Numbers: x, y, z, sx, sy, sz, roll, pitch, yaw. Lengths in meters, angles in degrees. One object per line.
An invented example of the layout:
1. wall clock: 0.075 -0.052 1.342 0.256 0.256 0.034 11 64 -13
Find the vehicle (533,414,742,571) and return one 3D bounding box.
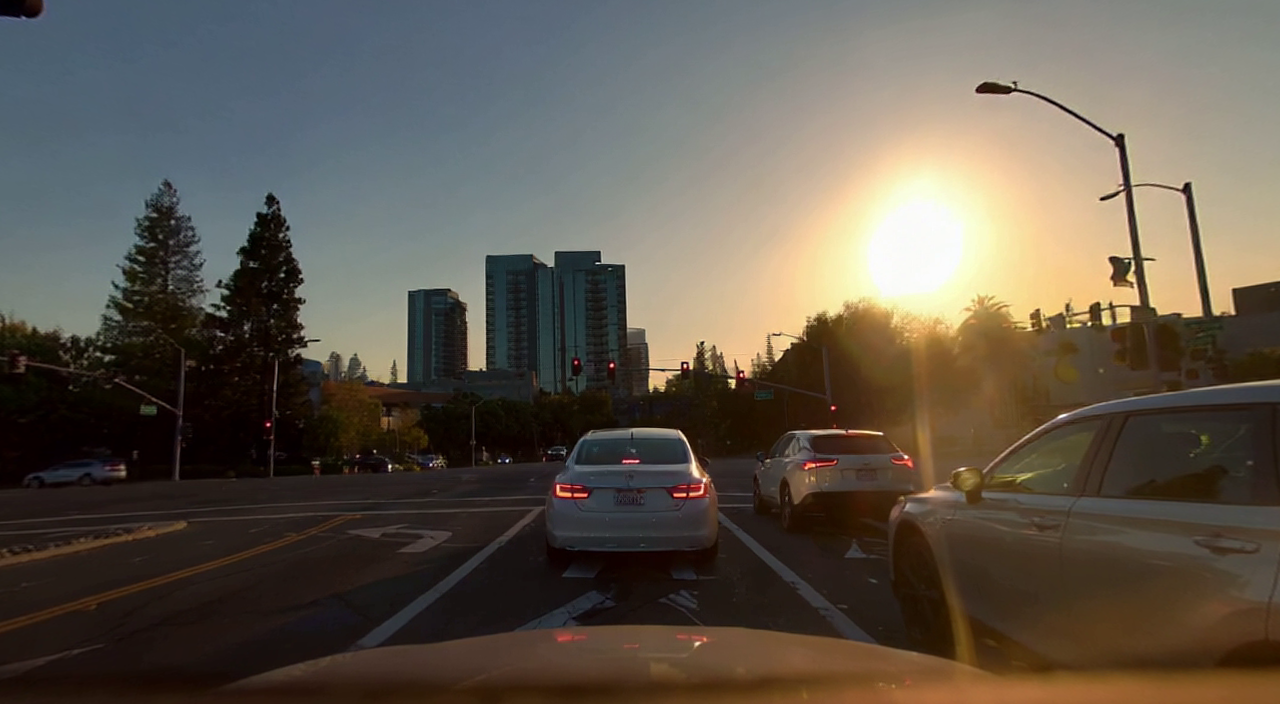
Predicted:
1. vehicle: -0.075 1.779 8.734 2.188 1.637 4.027 0 -8 -1

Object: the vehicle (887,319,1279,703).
1. vehicle: 2.995 0.869 2.657 2.103 1.701 4.294 0 -8 -1

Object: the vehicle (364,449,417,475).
1. vehicle: -18.728 8.256 47.662 2.026 1.836 4.726 0 -8 0

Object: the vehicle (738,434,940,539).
1. vehicle: 3.152 2.219 11.141 2.001 1.463 4.398 0 -8 -2

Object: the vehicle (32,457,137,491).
1. vehicle: -32.332 7.099 36.835 4.448 1.837 2.021 -1 -9 7
